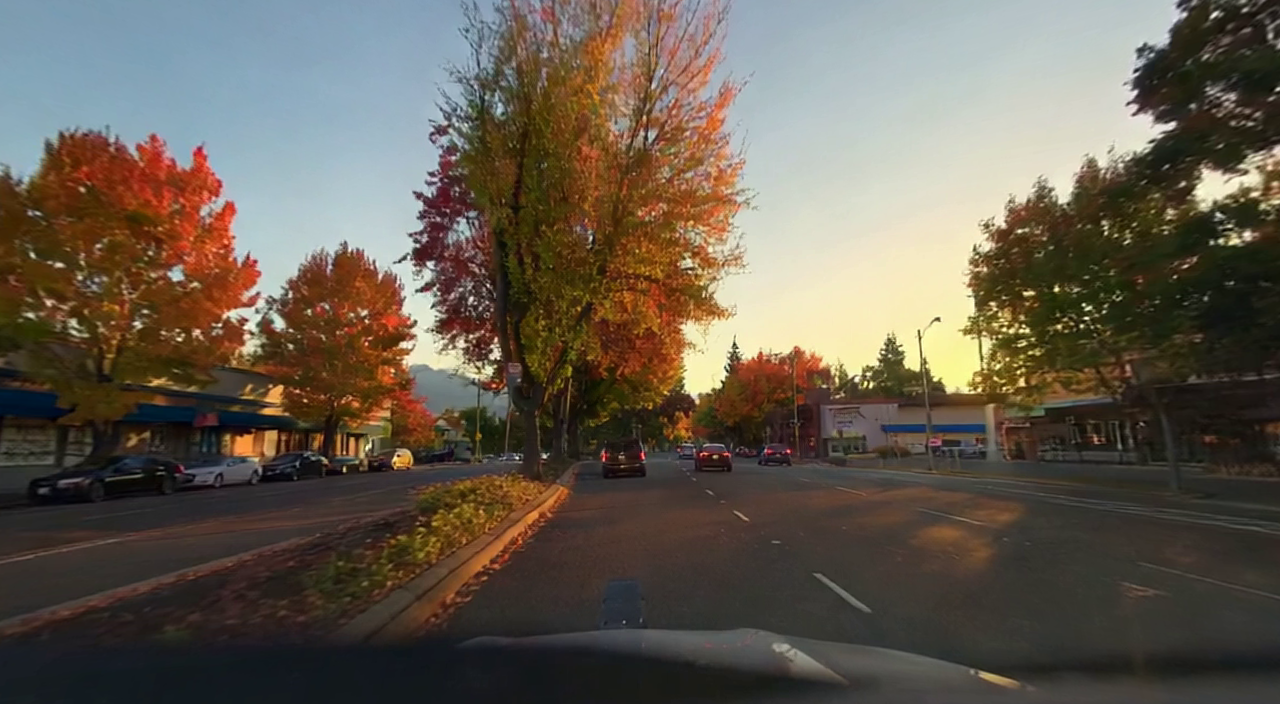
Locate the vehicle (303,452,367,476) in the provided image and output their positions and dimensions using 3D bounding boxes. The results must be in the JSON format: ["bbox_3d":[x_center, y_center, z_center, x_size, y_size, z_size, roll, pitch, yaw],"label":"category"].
[{"bbox_3d":[-18.772,6.899,38.983,1.737,1.349,4.014,0,-8,3],"label":"vehicle"}]

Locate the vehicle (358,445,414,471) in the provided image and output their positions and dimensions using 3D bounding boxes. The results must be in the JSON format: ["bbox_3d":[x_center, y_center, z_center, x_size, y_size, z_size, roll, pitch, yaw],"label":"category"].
[{"bbox_3d":[-18.684,7.795,46.661,1.914,1.785,5.408,0,-8,0],"label":"vehicle"}]

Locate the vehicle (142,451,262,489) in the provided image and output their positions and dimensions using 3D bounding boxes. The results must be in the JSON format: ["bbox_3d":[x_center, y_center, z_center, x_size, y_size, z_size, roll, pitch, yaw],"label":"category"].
[{"bbox_3d":[-19.110,5.143,27.828,1.985,1.463,4.603,0,-8,0],"label":"vehicle"}]

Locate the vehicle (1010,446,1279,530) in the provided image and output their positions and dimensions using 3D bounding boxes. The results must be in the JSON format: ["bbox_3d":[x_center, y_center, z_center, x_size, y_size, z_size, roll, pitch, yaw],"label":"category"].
[{"bbox_3d":[10.556,2.795,13.714,2.092,1.473,4.813,0,-8,0],"label":"vehicle"}]

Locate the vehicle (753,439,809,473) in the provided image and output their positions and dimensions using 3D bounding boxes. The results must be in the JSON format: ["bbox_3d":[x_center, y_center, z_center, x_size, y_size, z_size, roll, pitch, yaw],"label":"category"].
[{"bbox_3d":[7.710,5.721,34.984,2.040,1.738,4.414,0,-8,0],"label":"vehicle"}]

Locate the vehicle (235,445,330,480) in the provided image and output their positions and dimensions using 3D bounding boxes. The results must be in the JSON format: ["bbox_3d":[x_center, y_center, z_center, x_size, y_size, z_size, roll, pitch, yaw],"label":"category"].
[{"bbox_3d":[-18.993,5.873,33.818,2.137,1.723,4.850,0,-8,2],"label":"vehicle"}]

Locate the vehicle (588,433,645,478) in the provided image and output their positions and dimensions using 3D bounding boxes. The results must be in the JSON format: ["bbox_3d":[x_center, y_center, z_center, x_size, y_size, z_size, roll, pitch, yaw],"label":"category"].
[{"bbox_3d":[-1.143,4.607,28.356,2.344,1.863,4.665,1,-8,-5],"label":"vehicle"}]

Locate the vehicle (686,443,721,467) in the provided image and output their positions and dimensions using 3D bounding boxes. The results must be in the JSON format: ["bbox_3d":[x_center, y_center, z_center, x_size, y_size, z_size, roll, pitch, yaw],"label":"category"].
[{"bbox_3d":[4.137,6.826,41.950,1.886,1.464,4.290,0,-8,0],"label":"vehicle"}]

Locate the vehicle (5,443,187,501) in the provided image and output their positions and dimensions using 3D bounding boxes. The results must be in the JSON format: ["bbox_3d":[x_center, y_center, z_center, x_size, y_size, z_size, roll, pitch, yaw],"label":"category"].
[{"bbox_3d":[-19.018,4.172,22.460,2.160,1.801,4.860,0,-8,-1],"label":"vehicle"}]
